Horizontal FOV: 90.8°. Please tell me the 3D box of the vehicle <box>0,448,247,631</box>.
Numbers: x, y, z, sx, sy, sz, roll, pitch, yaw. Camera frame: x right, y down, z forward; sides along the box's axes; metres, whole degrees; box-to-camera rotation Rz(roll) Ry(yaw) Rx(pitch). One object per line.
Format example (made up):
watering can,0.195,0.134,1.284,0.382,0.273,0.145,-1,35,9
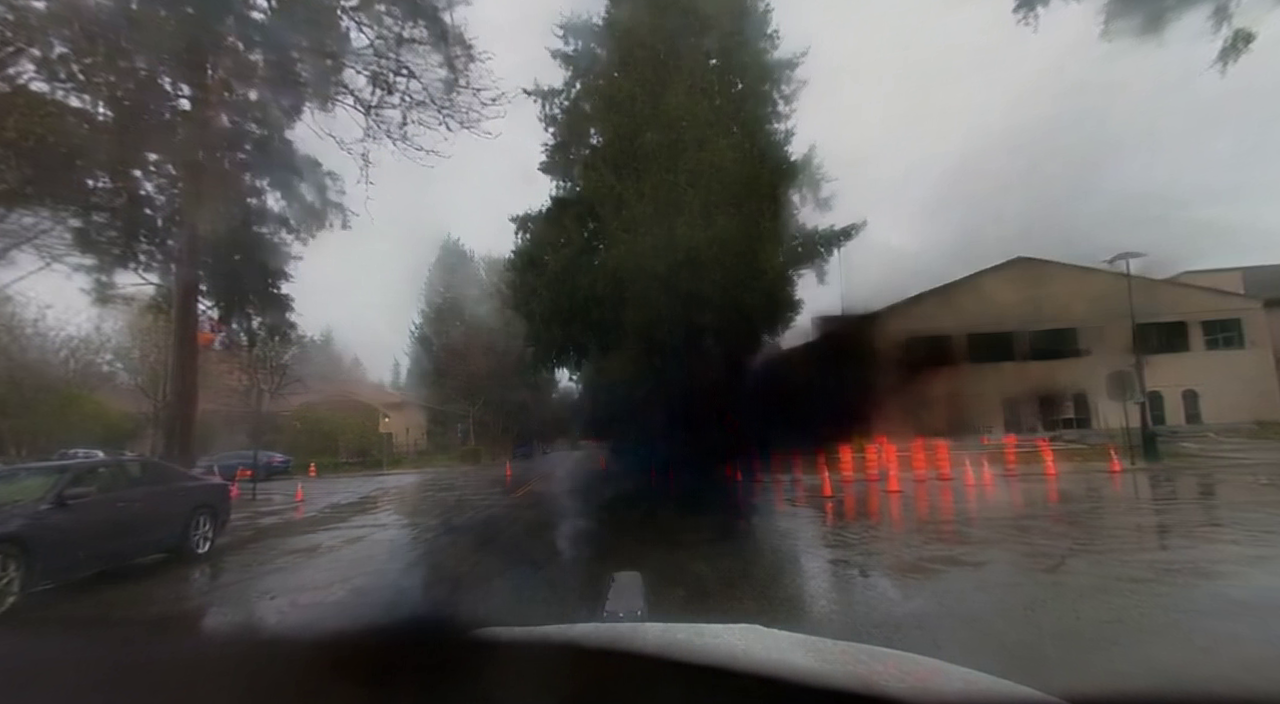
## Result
vehicle,-7.610,1.849,6.378,2.961,1.701,7.563,1,-8,-5
